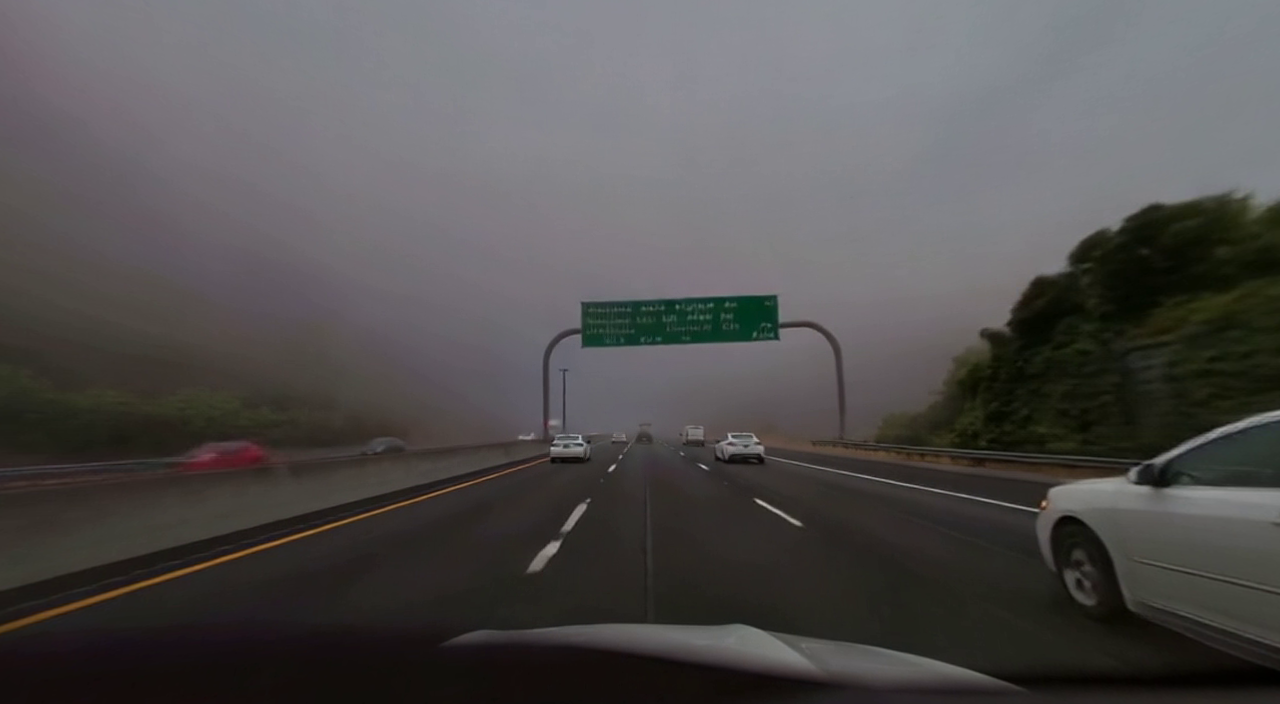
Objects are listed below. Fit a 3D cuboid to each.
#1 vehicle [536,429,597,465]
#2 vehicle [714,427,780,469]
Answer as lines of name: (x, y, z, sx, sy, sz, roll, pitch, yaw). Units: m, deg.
vehicle: (-3.219, 4.210, 28.304, 2.204, 1.486, 4.121, 0, -8, 1)
vehicle: (3.989, 3.629, 23.979, 1.806, 1.469, 3.681, 0, -8, -1)
